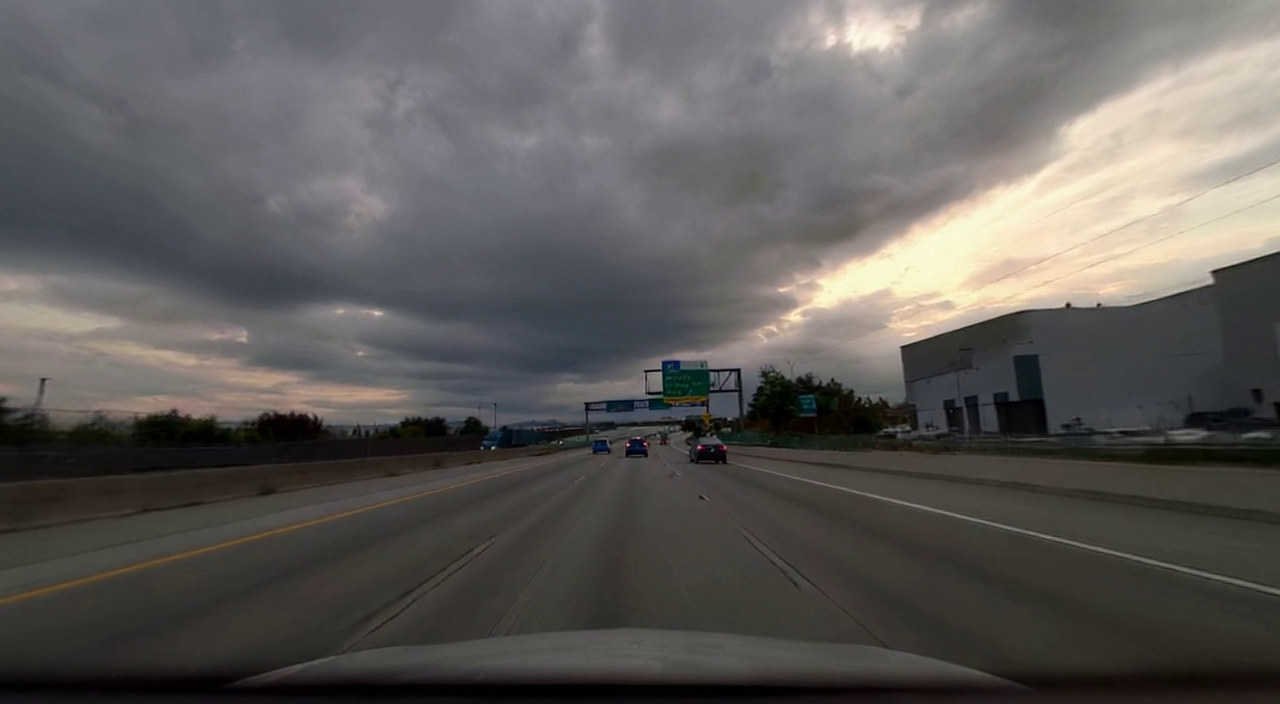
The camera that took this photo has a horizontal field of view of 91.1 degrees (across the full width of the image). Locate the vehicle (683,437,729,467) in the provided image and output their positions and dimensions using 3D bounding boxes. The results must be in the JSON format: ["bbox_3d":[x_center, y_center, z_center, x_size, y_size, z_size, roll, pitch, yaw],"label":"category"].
[{"bbox_3d":[3.567,5.478,34.552,1.992,1.532,3.996,0,-8,-1],"label":"vehicle"}]
